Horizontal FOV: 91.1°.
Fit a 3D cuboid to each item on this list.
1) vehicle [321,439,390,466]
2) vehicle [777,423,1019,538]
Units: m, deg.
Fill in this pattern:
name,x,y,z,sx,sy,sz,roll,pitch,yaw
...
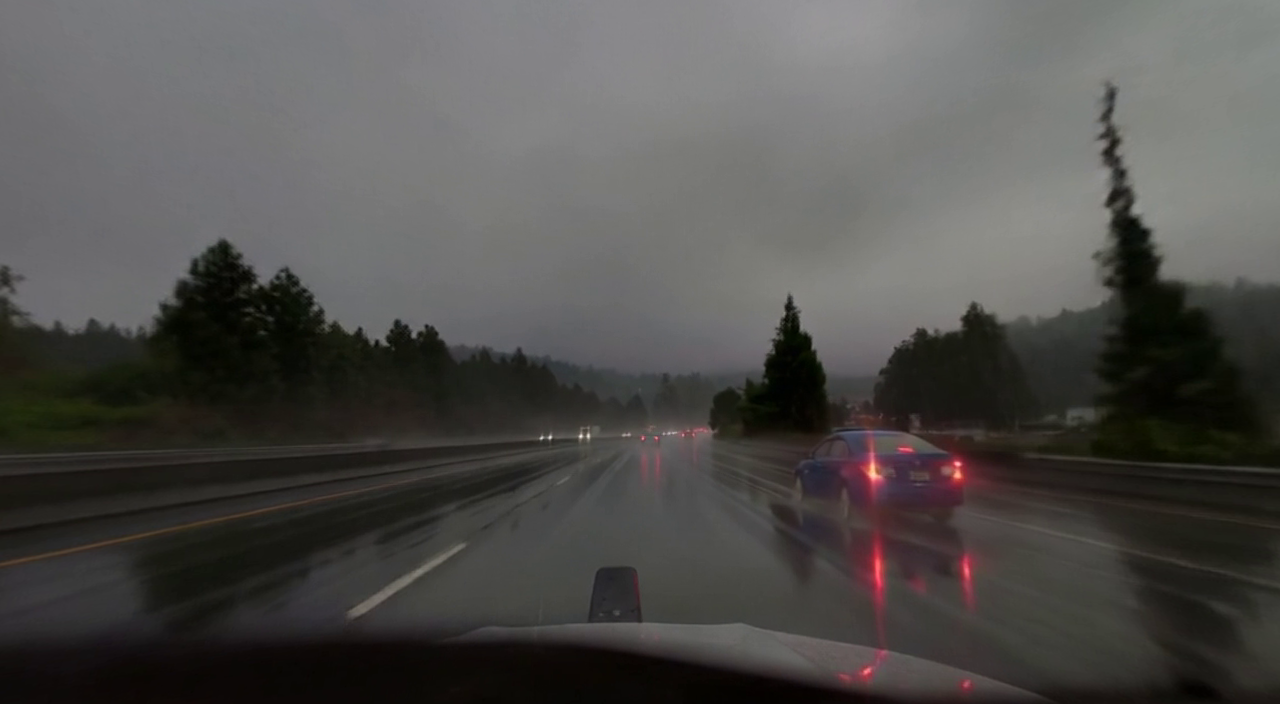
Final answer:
name,x,y,z,sx,sy,sz,roll,pitch,yaw
vehicle,-16.777,5.927,37.324,1.901,1.459,4.603,0,-8,0
vehicle,3.769,1.924,10.204,1.982,1.452,4.294,0,-8,-2
